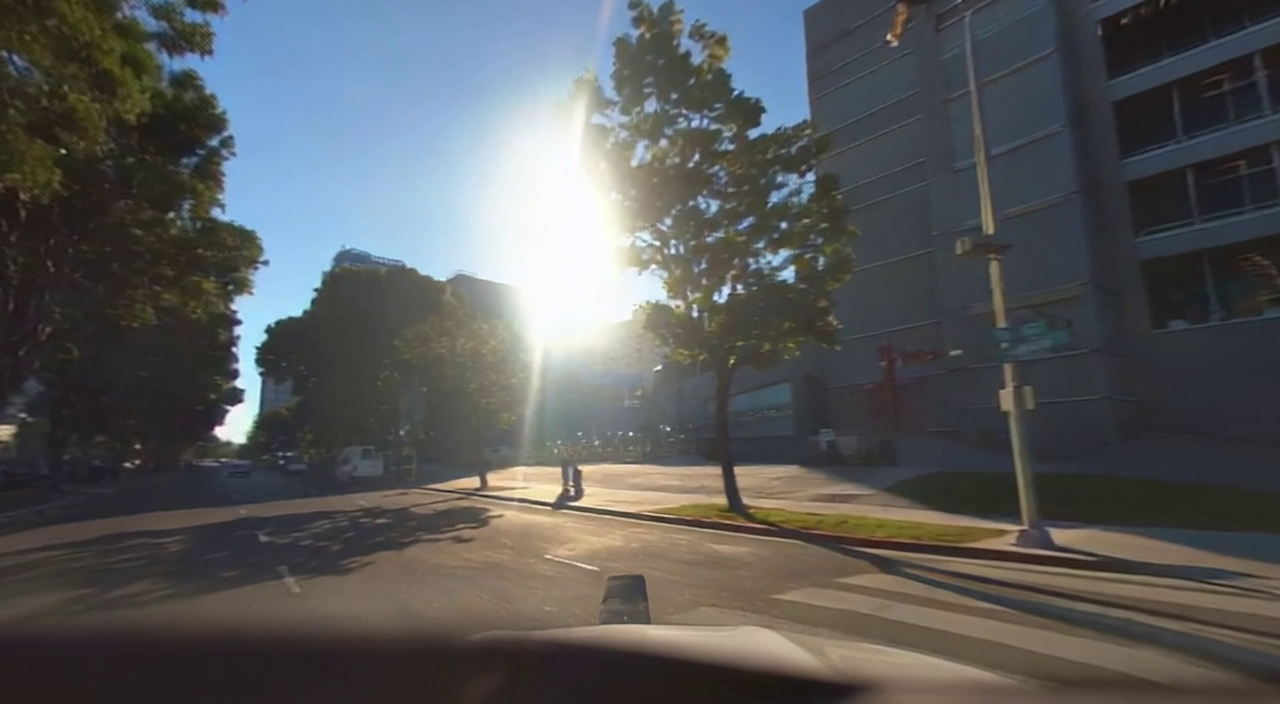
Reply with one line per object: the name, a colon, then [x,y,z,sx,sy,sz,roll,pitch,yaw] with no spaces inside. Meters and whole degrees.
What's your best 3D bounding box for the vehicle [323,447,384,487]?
vehicle: [-19.801,7.838,43.340,2.596,2.509,6.178,6,-12,-34]
